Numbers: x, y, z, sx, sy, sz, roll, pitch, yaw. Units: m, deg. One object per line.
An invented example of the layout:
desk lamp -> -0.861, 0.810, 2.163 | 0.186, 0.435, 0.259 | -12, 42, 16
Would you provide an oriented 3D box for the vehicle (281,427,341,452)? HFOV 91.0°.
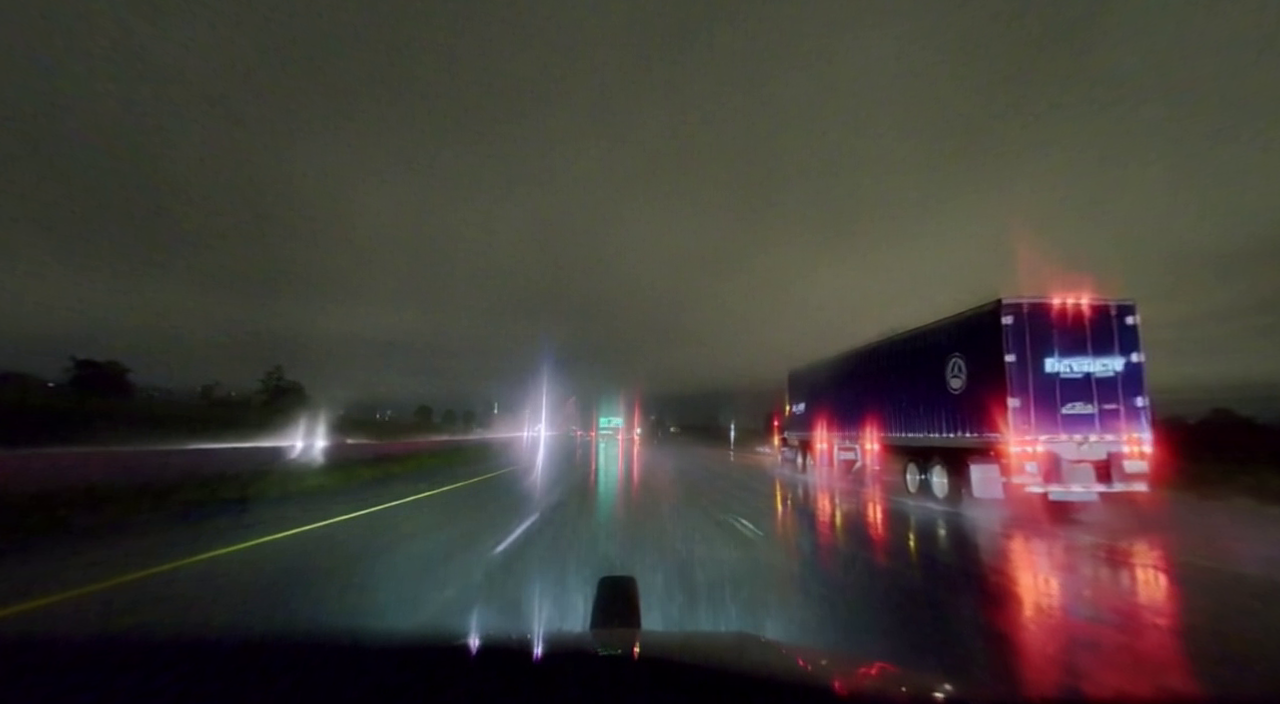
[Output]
vehicle -> -21.103, 5.662, 40.555 | 1.792, 1.491, 4.159 | 0, -8, -3
